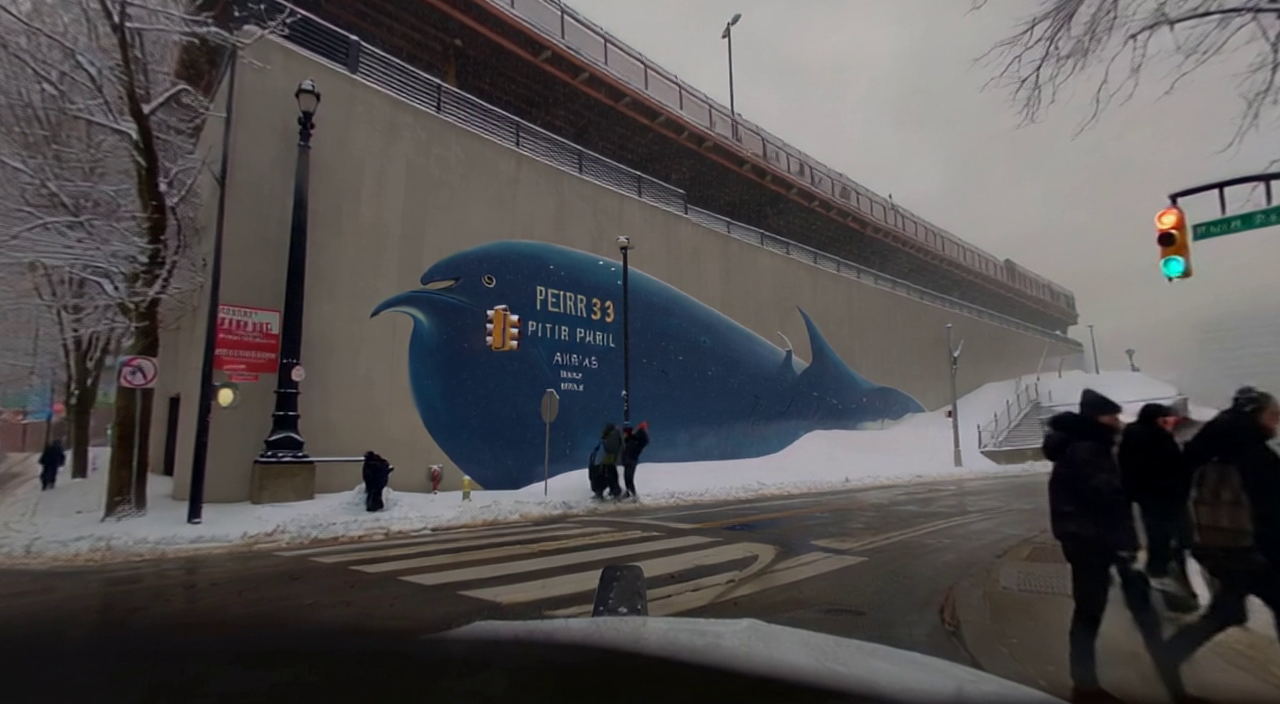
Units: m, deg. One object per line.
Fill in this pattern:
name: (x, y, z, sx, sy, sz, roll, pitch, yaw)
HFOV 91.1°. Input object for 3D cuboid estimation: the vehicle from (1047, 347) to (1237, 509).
vehicle: (15.799, 2.419, 19.399, 9.347, 3.893, 2.849, 7, -11, -42)
